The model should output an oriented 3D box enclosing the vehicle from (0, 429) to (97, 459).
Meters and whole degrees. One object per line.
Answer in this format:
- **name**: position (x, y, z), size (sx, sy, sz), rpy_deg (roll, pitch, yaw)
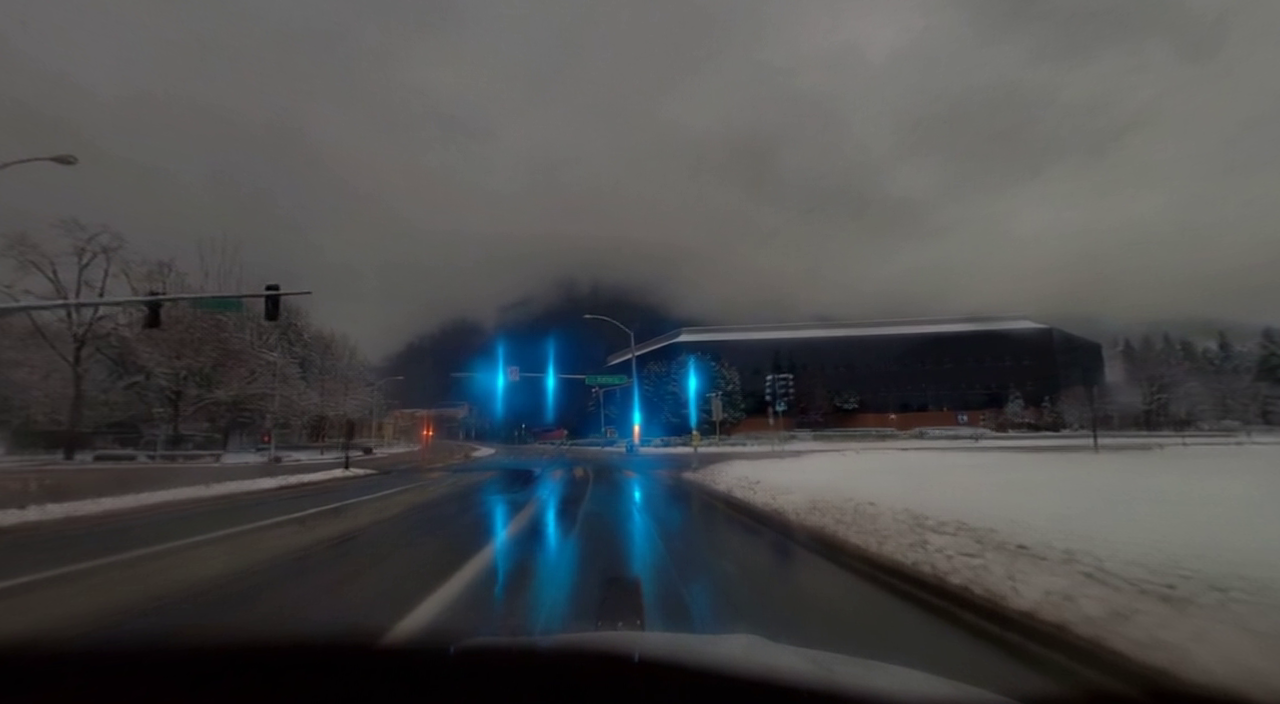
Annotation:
- **vehicle**: position (-42.667, 6.691, 45.500), size (2.119, 2.013, 5.475), rpy_deg (1, -9, -4)
